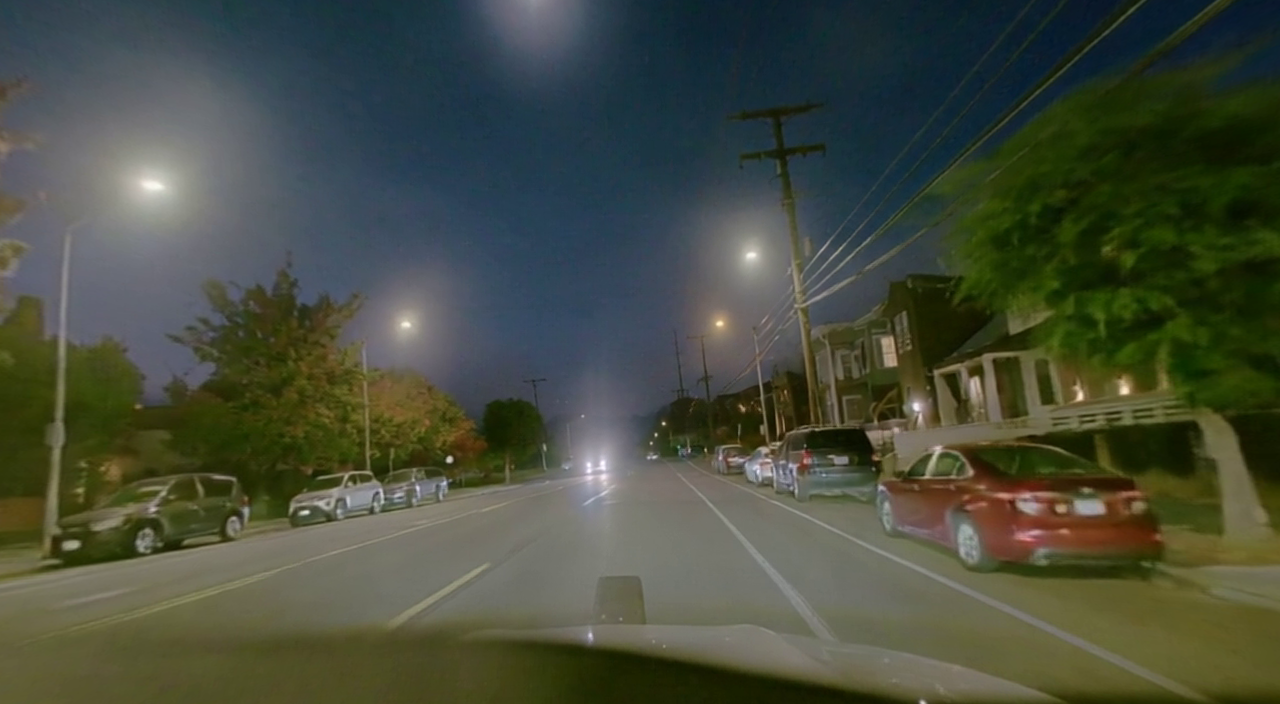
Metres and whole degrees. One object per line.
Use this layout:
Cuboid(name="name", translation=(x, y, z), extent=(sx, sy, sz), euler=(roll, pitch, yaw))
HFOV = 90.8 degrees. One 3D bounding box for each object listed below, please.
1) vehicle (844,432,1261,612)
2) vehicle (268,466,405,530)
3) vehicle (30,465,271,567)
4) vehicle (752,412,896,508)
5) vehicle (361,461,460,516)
Cuboid(name="vehicle", translation=(4.332, 1.845, 7.974), extent=(1.927, 1.483, 5.100), euler=(-1, -9, 2))
Cuboid(name="vehicle", translation=(-10.719, 5.164, 22.933), extent=(2.089, 1.837, 5.499), euler=(-1, -8, 2))
Cuboid(name="vehicle", translation=(-10.972, 3.629, 14.727), extent=(1.937, 1.837, 4.414), euler=(-1, -8, 2))
Cuboid(name="vehicle", translation=(4.672, 2.879, 17.212), extent=(2.330, 2.160, 5.550), euler=(0, -8, 1))
Cuboid(name="vehicle", translation=(-10.291, 6.130, 28.955), extent=(2.282, 2.060, 5.738), euler=(0, -8, 1))
